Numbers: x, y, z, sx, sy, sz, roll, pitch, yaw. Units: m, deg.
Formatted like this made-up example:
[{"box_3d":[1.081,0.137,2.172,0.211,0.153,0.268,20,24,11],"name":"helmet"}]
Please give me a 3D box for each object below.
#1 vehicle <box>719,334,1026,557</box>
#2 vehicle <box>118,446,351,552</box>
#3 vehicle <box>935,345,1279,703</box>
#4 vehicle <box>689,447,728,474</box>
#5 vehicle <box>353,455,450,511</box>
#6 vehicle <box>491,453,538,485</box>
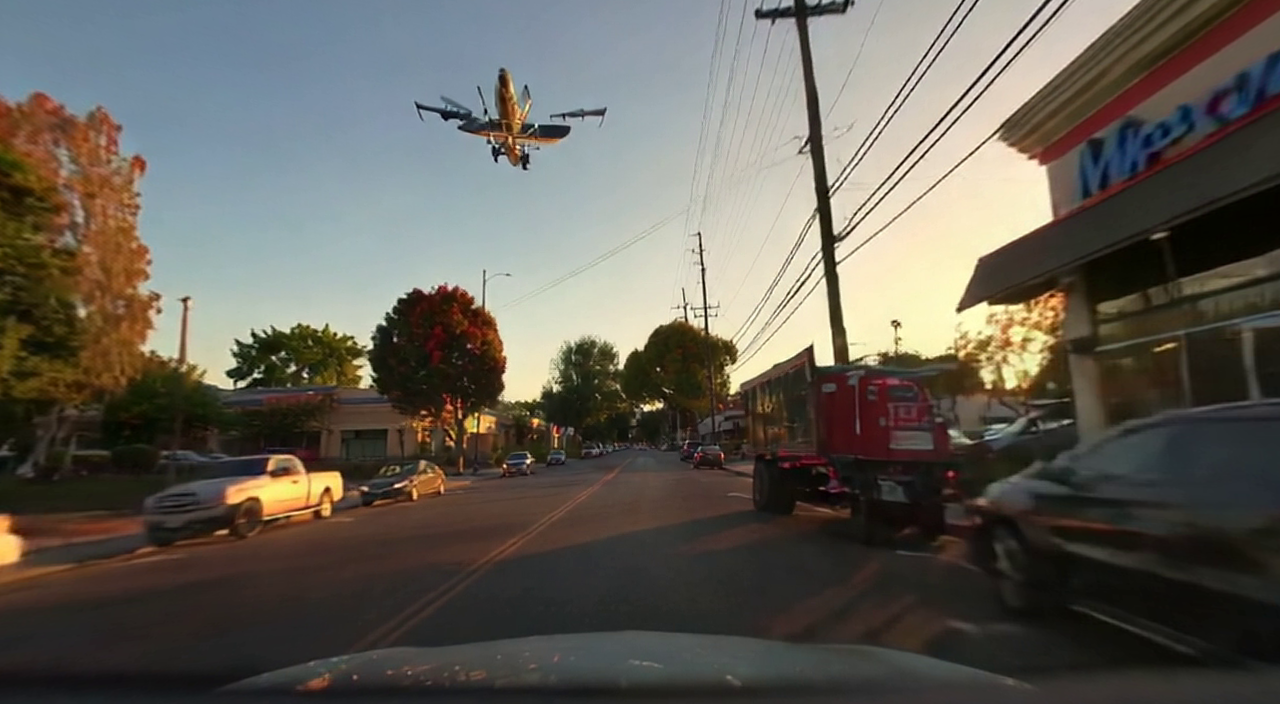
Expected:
[{"box_3d":[3.998,1.879,13.748,3.011,3.127,8.608,-4,-7,-2],"name":"vehicle"},{"box_3d":[-7.699,2.754,12.612,1.882,1.639,4.187,-3,-8,0],"name":"vehicle"},{"box_3d":[3.766,0.949,3.270,2.097,1.784,4.915,-1,-8,0],"name":"vehicle"},{"box_3d":[4.262,6.792,39.798,1.990,1.521,4.693,-1,-8,1],"name":"vehicle"},{"box_3d":[-7.623,4.182,20.564,1.678,1.468,3.706,-4,-9,1],"name":"vehicle"},{"box_3d":[-7.241,6.761,36.798,1.787,1.543,4.052,-4,-8,1],"name":"vehicle"}]
